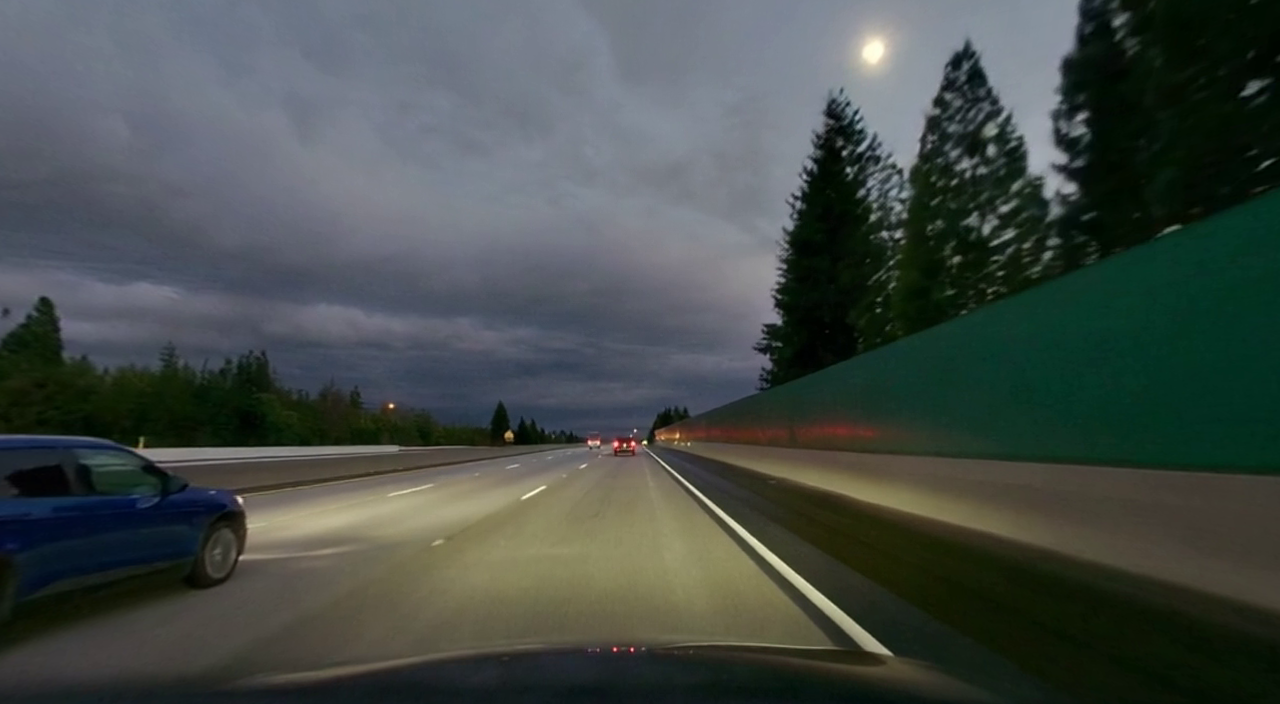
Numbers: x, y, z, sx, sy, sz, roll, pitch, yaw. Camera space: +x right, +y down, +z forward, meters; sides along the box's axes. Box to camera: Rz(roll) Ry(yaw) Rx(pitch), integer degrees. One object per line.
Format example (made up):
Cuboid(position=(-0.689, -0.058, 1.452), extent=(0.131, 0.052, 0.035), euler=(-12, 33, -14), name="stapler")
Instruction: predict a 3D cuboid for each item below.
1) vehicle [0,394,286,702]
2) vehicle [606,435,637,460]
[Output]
Cuboid(position=(-4.273, 1.010, 3.324), extent=(2.072, 1.545, 4.767), euler=(0, -8, 0), name="vehicle")
Cuboid(position=(-1.107, 5.879, 38.873), extent=(1.836, 1.450, 3.519), euler=(0, -8, -1), name="vehicle")
